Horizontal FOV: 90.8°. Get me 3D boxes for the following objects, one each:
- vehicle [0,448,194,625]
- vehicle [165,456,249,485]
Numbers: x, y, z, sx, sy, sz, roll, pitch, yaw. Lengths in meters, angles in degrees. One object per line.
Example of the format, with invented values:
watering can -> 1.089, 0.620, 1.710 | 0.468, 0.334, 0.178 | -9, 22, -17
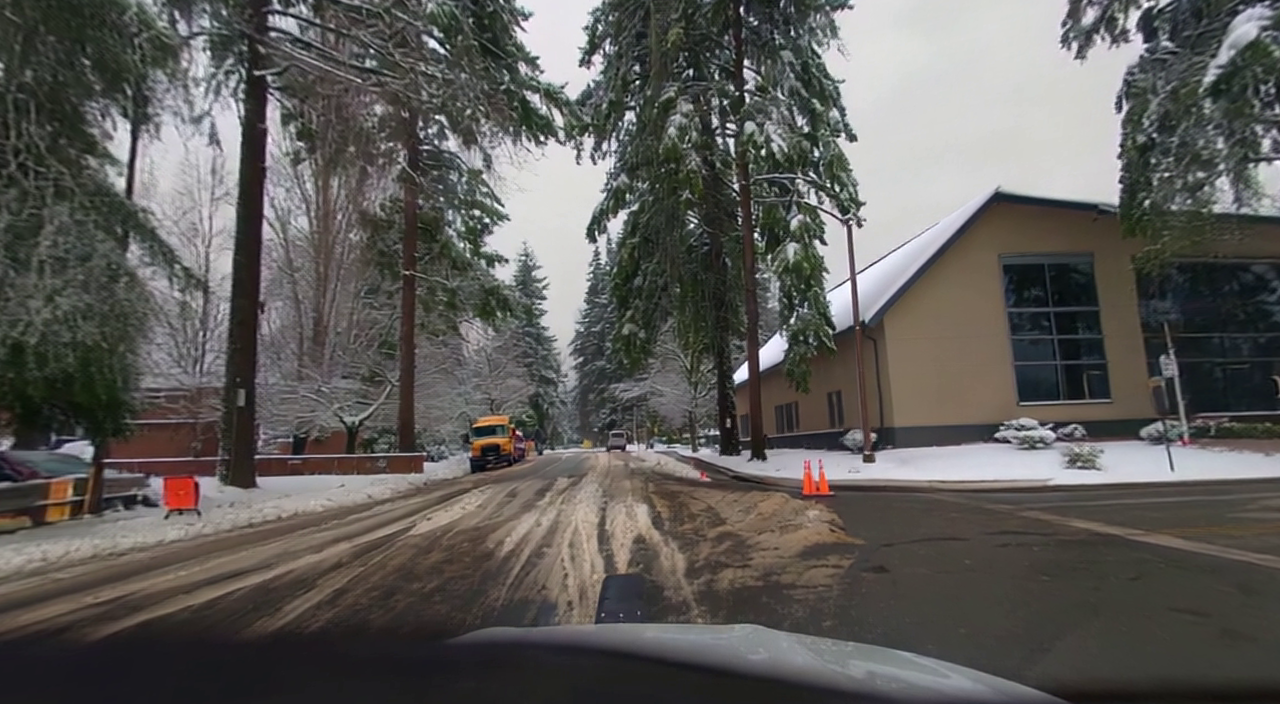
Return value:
vehicle -> -7.652, 1.676, 5.258 | 2.961, 1.701, 7.563 | 1, -8, -5
vehicle -> -23.607, 6.452, 34.665 | 1.771, 1.432, 4.363 | 1, -8, -5
